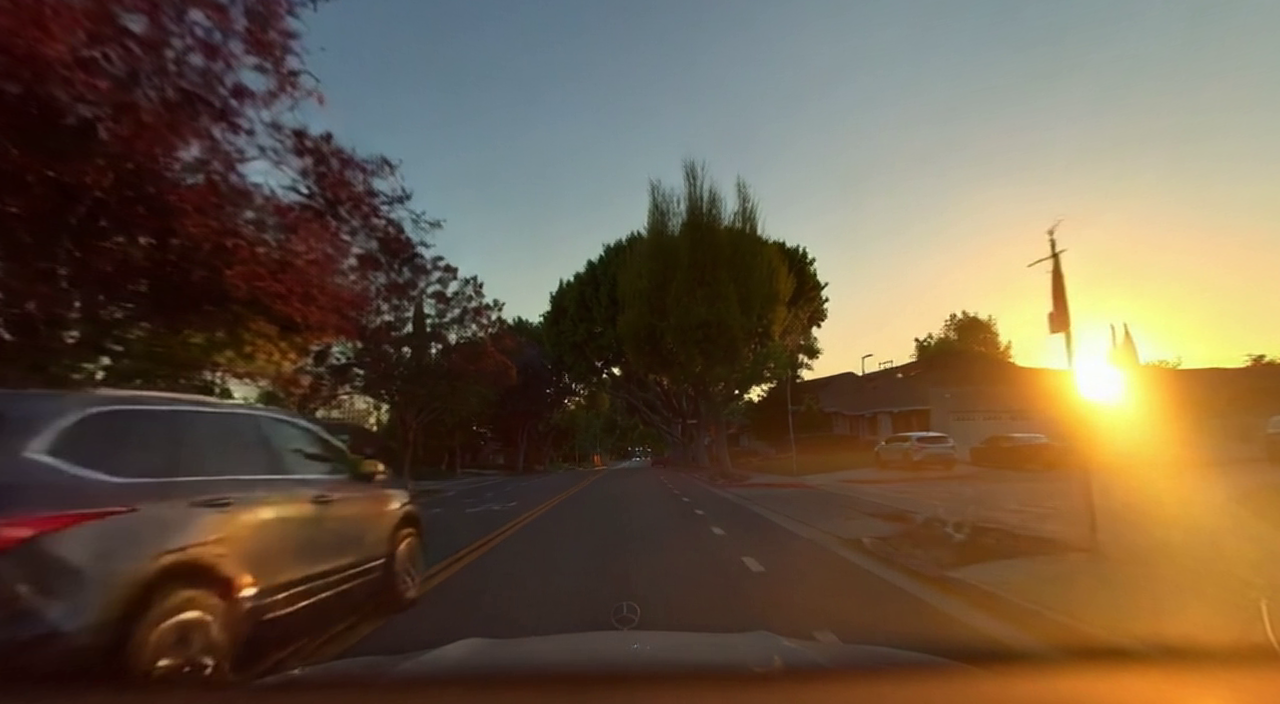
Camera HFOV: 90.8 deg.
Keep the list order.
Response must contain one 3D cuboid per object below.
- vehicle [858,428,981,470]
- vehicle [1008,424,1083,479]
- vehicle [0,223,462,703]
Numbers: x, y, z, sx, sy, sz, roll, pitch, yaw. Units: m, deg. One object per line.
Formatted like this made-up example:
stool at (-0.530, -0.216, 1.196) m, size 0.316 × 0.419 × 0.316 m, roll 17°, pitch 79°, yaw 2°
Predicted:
vehicle at (9.436, 3.355, 21.839) m, size 1.922 × 1.263 × 4.664 m, roll 0°, pitch -9°, yaw -3°
vehicle at (13.864, 3.409, 21.763) m, size 1.860 × 1.697 × 4.292 m, roll -5°, pitch -10°, yaw 30°
vehicle at (-2.958, 0.961, 4.042) m, size 2.210 × 2.023 × 4.663 m, roll 0°, pitch -9°, yaw 0°
